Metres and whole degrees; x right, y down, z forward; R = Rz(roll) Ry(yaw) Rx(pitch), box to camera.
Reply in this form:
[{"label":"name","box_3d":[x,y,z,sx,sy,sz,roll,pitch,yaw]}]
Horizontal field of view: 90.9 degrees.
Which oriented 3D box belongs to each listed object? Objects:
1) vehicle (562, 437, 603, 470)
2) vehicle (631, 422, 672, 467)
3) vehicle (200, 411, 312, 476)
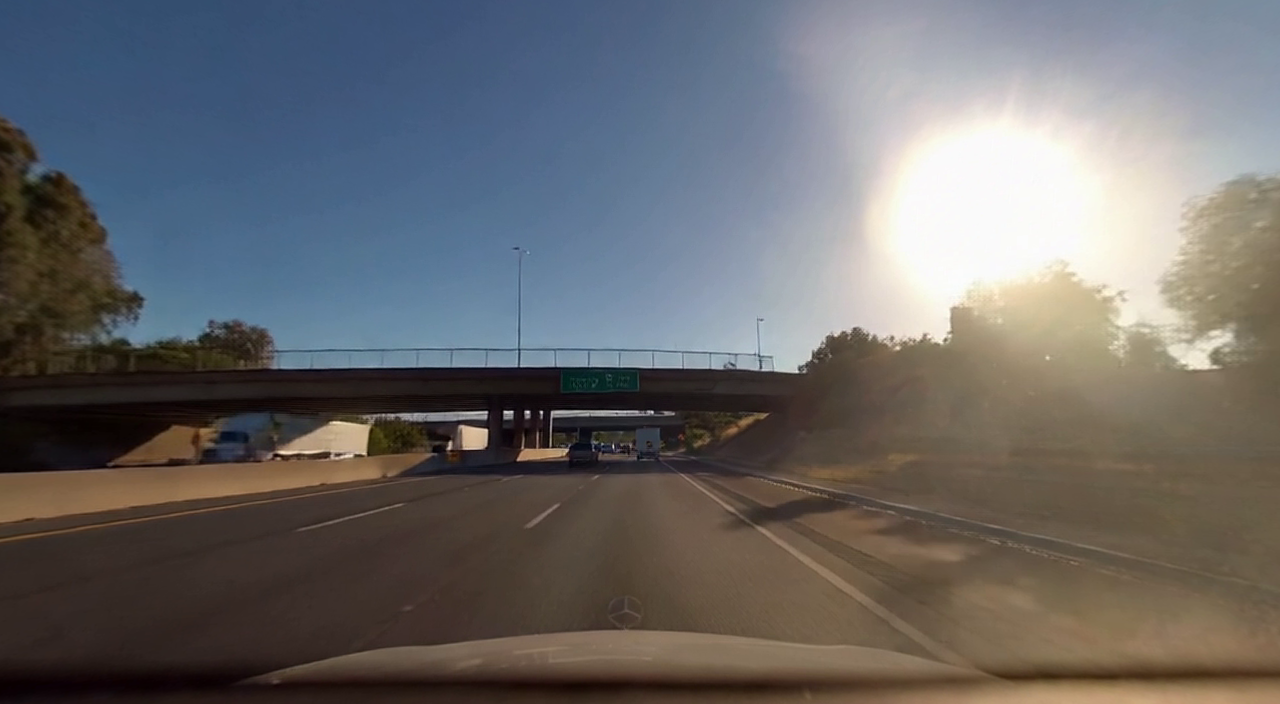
[{"label":"vehicle","box_3d":[-3.834,6.914,43.117,2.233,2.093,5.565,0,-9,0]},{"label":"vehicle","box_3d":[0.755,7.023,47.607,2.790,3.075,7.414,0,-9,-1]},{"label":"vehicle","box_3d":[-23.956,5.773,39.731,3.054,3.755,5.991,0,-9,0]}]
